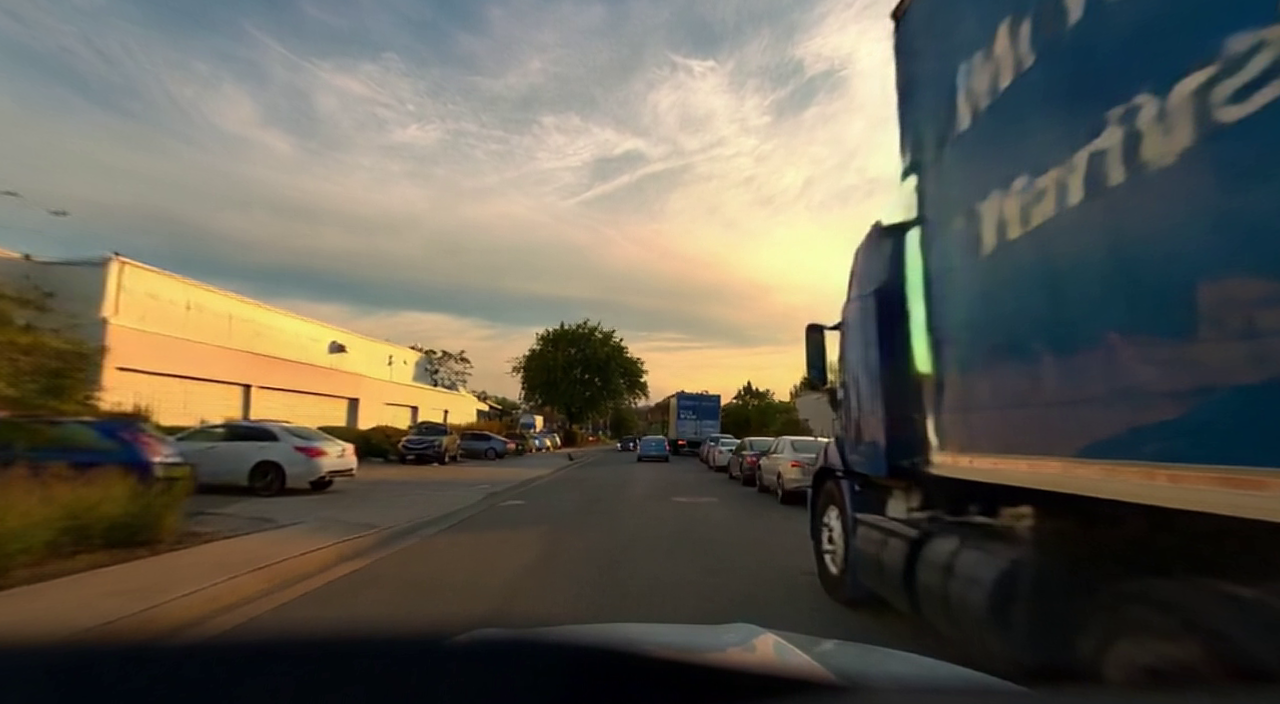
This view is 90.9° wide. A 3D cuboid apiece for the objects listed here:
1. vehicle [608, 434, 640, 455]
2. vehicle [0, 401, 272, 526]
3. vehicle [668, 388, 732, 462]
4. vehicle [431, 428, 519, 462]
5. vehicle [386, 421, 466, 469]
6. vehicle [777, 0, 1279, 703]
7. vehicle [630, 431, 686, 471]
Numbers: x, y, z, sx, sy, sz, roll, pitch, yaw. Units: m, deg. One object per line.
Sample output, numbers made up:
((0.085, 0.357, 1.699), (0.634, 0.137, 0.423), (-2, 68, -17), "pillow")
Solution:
((-1.188, 7.044, 48.052), (1.989, 1.481, 4.008), (-1, -8, 5), "vehicle")
((-7.967, 1.501, 8.723), (4.555, 1.517, 1.858), (0, -8, 0), "vehicle")
((3.652, 5.019, 42.352), (2.865, 4.113, 14.471), (0, -8, 0), "vehicle")
((-7.576, 4.282, 29.166), (3.569, 1.520, 1.797), (0, -8, -2), "vehicle")
((-8.445, 3.698, 25.243), (1.996, 1.719, 4.382), (2, -8, -5), "vehicle")
((2.997, -0.291, 1.330), (3.019, 3.659, 10.648), (0, -8, 0), "vehicle")
((0.700, 4.055, 26.045), (2.160, 1.498, 3.909), (0, -8, 0), "vehicle")
